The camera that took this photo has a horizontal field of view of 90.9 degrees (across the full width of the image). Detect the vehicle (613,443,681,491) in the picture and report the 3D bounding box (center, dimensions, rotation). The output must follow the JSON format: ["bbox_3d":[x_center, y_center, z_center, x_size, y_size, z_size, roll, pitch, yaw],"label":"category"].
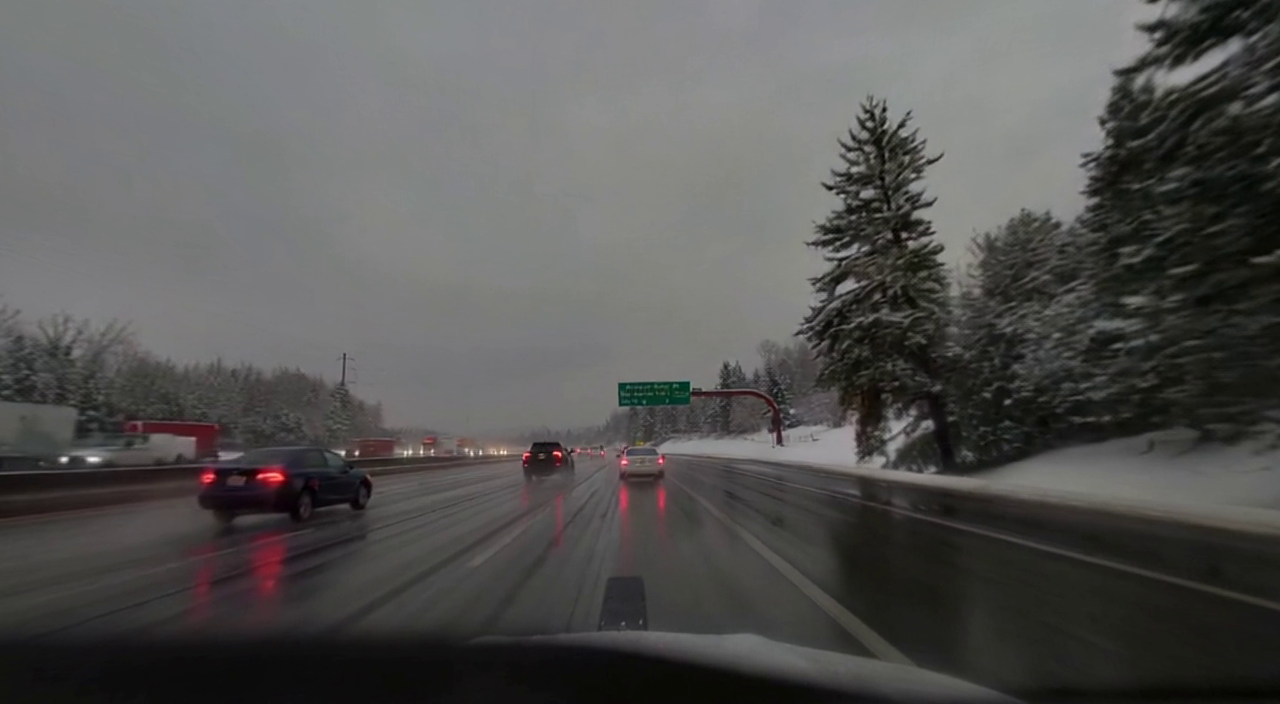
[{"bbox_3d":[0.171,3.856,21.574,2.082,1.482,4.126,0,-8,-1],"label":"vehicle"}]

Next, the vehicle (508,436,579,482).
[{"bbox_3d":[-3.982,4.529,26.937,2.289,1.777,4.534,0,-8,0],"label":"vehicle"}]

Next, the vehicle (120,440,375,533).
[{"bbox_3d":[-7.235,2.491,12.412,1.974,1.464,4.733,0,-8,0],"label":"vehicle"}]

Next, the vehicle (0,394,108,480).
[{"bbox_3d":[-31.890,4.023,29.819,2.841,4.066,12.931,1,-8,-4],"label":"vehicle"}]
